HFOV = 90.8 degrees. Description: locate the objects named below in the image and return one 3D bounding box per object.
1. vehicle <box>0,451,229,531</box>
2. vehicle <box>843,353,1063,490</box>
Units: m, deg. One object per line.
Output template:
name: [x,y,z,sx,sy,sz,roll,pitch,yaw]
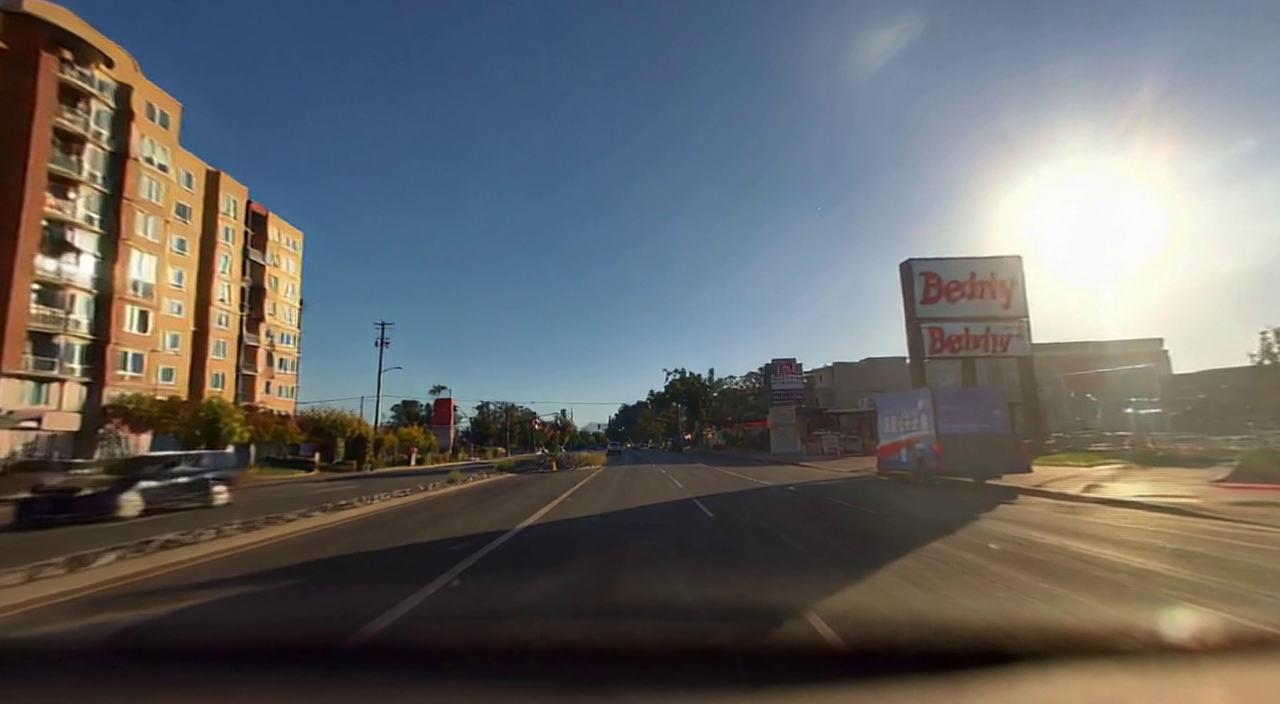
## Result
vehicle: [-11.754,2.982,14.254,1.901,1.465,4.604,0,-8,-1]
vehicle: [10.099,2.601,22.074,3.174,3.794,9.019,-1,-9,1]
